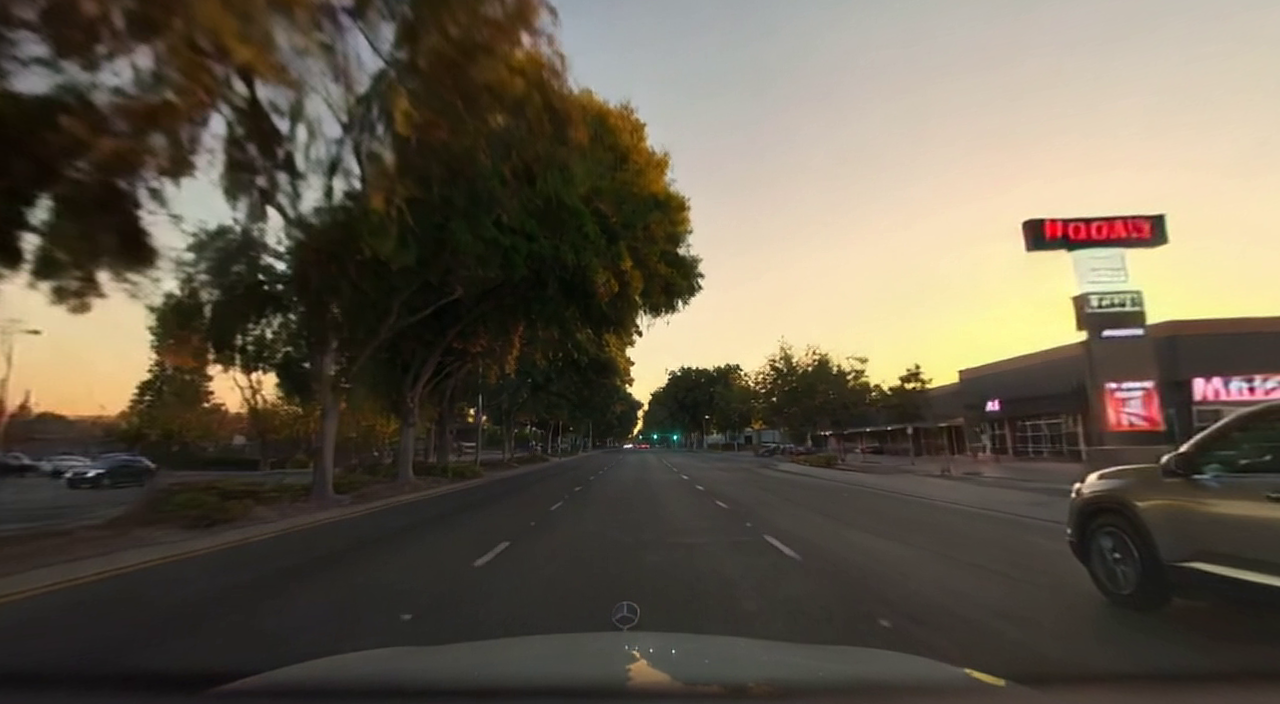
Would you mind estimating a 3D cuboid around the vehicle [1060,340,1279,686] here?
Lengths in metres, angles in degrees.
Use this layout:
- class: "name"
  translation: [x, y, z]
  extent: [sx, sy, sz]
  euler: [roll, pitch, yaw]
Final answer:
- class: "vehicle"
  translation: [4.747, 0.802, 2.805]
  extent: [2.185, 1.956, 5.128]
  euler: [0, -8, 0]

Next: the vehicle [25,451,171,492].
- class: "vehicle"
  translation: [-22.581, 4.964, 26.650]
  extent: [1.864, 1.510, 4.664]
  euler: [-1, -8, 3]
